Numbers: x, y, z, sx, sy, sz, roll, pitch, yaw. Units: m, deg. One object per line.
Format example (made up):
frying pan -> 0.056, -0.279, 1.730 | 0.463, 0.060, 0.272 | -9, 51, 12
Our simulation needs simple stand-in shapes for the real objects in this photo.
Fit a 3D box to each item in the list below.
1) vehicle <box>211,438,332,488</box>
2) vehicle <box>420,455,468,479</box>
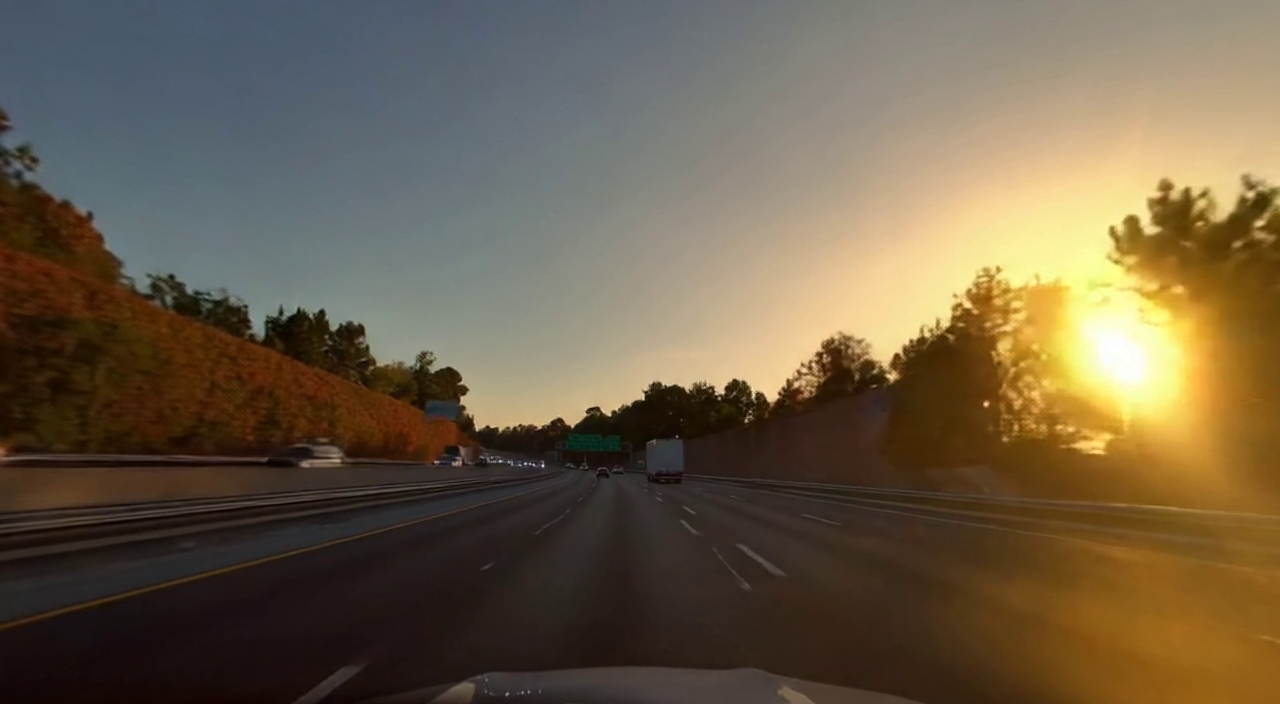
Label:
vehicle -> -11.721, 3.605, 20.336 | 1.732, 1.414, 3.600 | 1, -11, -1
vehicle -> -12.942, 7.660, 41.850 | 1.858, 1.451, 4.401 | 1, -11, -1
